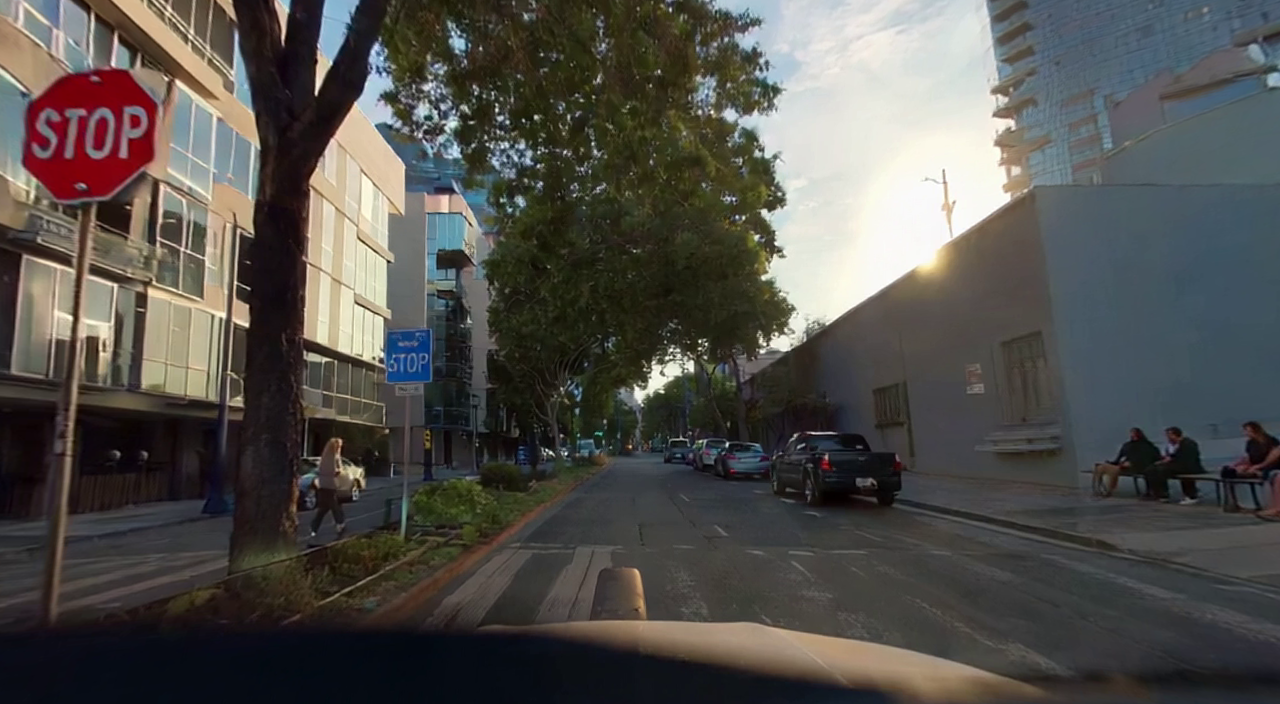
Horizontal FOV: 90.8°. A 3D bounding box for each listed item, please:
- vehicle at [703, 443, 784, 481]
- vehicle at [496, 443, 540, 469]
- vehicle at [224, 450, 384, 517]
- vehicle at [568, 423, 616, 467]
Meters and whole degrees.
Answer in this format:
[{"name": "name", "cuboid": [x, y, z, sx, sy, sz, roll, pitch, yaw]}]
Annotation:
[{"name": "vehicle", "cuboid": [4.578, 4.743, 27.538, 1.858, 1.491, 4.329, -5, -10, 33]}, {"name": "vehicle", "cuboid": [-8.842, 7.560, 46.193, 2.256, 1.802, 4.333, 0, -8, 2]}, {"name": "vehicle", "cuboid": [-8.796, 3.441, 17.072, 2.007, 1.503, 4.343, 0, -8, -1]}, {"name": "vehicle", "cuboid": [-2.973, 5.997, 40.620, 2.317, 2.596, 6.053, 0, -8, 3]}]
